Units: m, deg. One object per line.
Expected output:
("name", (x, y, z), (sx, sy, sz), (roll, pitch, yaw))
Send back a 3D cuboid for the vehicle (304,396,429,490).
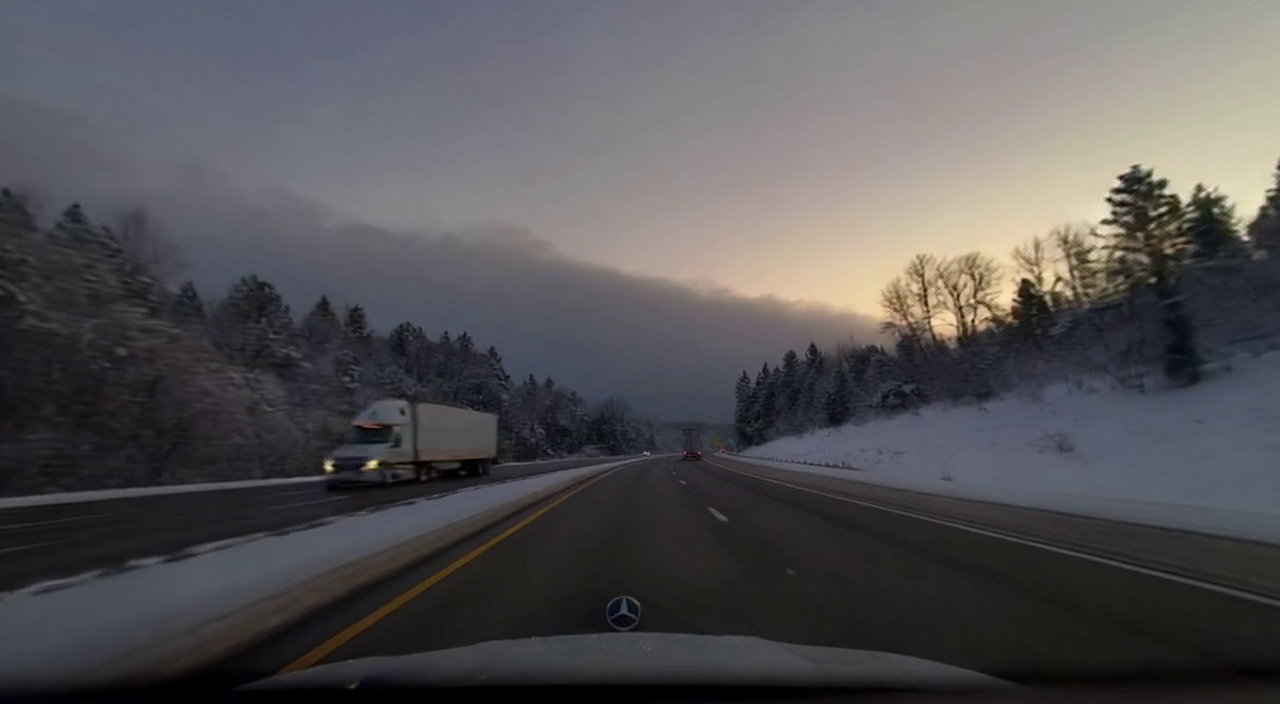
("vehicle", (-12.170, 4.165, 28.747), (2.954, 3.839, 5.609), (0, -9, 1))
